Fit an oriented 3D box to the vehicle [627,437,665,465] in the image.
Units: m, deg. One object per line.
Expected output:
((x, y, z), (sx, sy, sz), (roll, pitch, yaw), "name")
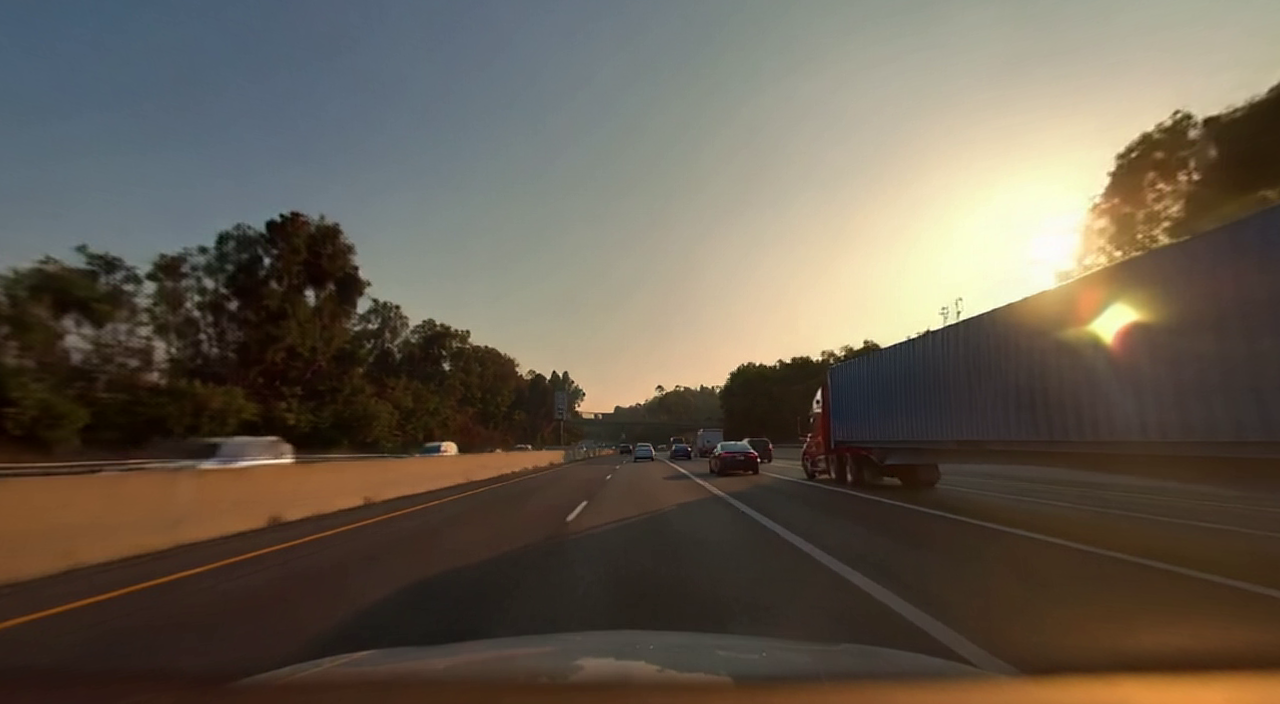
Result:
((0.412, 6.471, 41.126), (2.313, 1.736, 4.215), (0, -8, 1), "vehicle")

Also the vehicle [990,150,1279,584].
((7.351, 0.138, 5.823), (2.784, 4.002, 9.298), (0, -8, 0), "vehicle")

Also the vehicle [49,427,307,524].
((-9.811, 2.630, 14.004), (2.121, 1.775, 4.656), (0, -8, 1), "vehicle")

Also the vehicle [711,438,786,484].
((3.817, 3.913, 22.949), (1.888, 1.501, 4.608), (0, -8, 0), "vehicle")

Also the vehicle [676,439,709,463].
((3.919, 7.440, 47.247), (2.084, 1.668, 4.511), (0, -8, 0), "vehicle")

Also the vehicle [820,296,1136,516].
((7.366, 1.599, 15.961), (2.752, 3.975, 9.319), (0, -8, 0), "vehicle")
